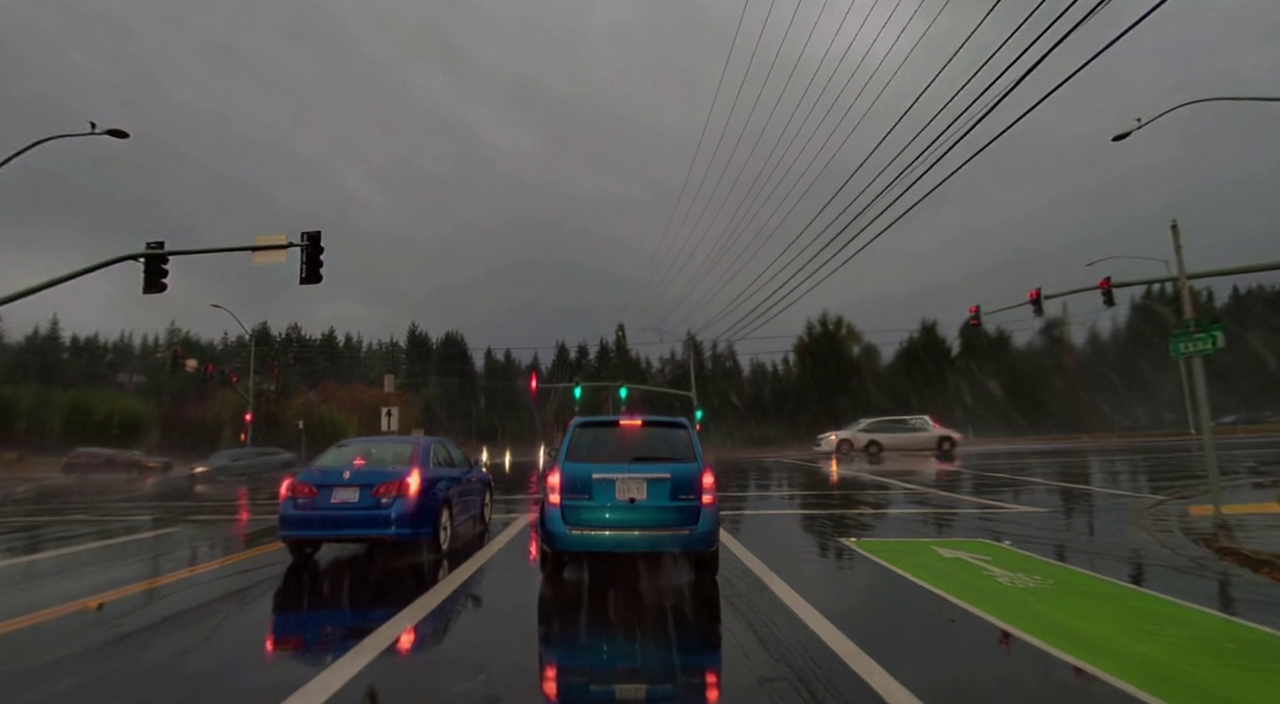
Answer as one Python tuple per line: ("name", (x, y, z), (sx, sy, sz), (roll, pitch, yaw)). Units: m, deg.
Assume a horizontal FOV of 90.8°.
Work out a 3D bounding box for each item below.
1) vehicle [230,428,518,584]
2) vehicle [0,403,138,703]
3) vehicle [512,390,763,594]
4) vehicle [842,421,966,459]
("vehicle", (-2.930, 1.762, 7.996), (1.969, 1.486, 3.702), (0, -8, 1))
("vehicle", (-3.355, 0.662, 0.441), (1.928, 1.488, 4.936), (0, -8, 0))
("vehicle", (-0.051, 1.517, 7.611), (2.182, 1.773, 4.041), (0, -8, -1))
("vehicle", (11.999, 4.057, 29.109), (4.977, 1.648, 2.088), (-2, -9, 15))
